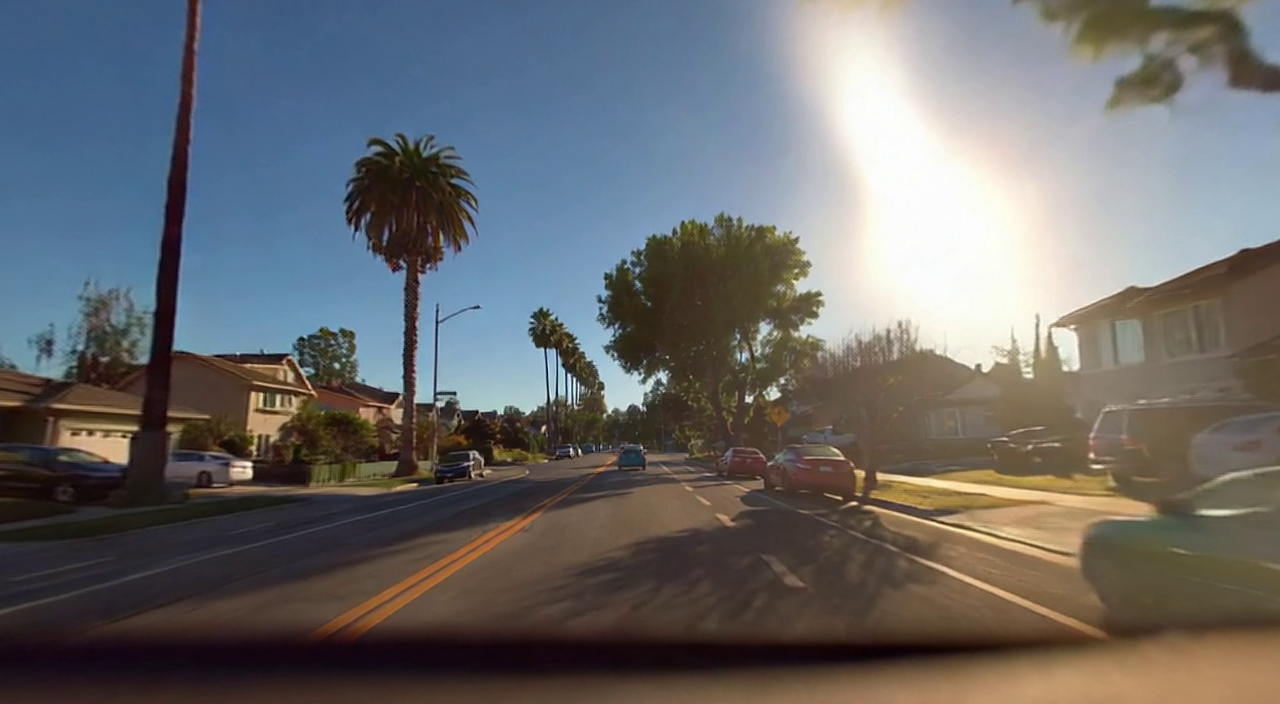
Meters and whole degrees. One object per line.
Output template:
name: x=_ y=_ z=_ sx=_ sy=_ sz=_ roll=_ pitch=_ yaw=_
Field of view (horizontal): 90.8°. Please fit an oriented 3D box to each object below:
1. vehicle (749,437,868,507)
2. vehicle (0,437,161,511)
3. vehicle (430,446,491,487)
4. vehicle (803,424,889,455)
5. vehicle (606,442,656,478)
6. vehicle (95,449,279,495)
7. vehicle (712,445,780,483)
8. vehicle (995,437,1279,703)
vehicle: x=4.492 y=3.272 z=17.817 sx=2.017 sy=1.646 sz=5.389 roll=0 pitch=-9 yaw=2
vehicle: x=-15.815 y=3.220 z=17.013 sx=3.810 sy=1.823 sz=2.427 roll=2 pitch=-9 yaw=-12
vehicle: x=-8.942 y=5.689 z=31.828 sx=1.945 sy=1.666 sz=4.107 roll=-3 pitch=-6 yaw=-1
vehicle: x=13.362 y=5.750 z=41.191 sx=4.913 sy=1.930 sz=2.020 roll=-1 pitch=-9 yaw=6
vehicle: x=-0.421 y=4.875 z=28.694 sx=2.098 sy=1.483 sz=4.099 roll=0 pitch=-9 yaw=-1
vehicle: x=-15.799 y=4.175 z=22.259 sx=4.654 sy=1.490 sz=2.381 roll=0 pitch=-9 yaw=2
vehicle: x=4.580 y=4.925 z=28.195 sx=2.013 sy=1.501 sz=5.235 roll=0 pitch=-9 yaw=-1
vehicle: x=4.548 y=1.229 z=3.526 sx=2.033 sy=1.495 sz=5.175 roll=0 pitch=-9 yaw=-1
